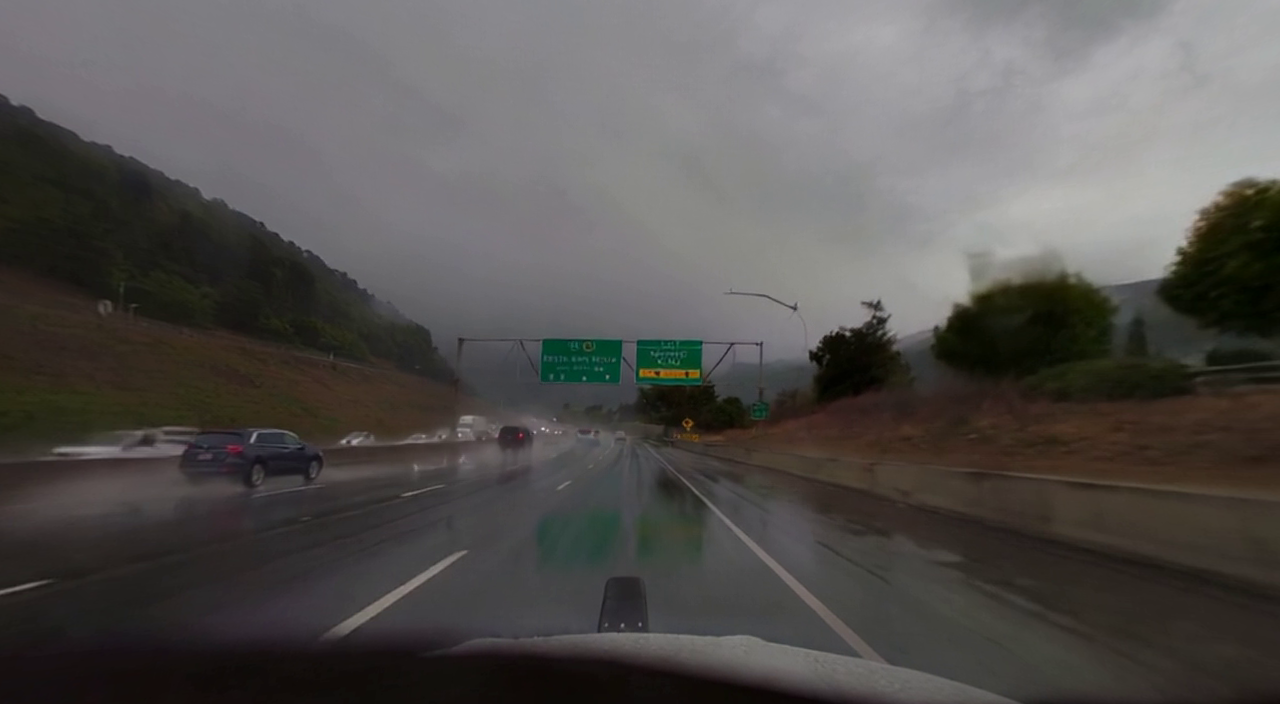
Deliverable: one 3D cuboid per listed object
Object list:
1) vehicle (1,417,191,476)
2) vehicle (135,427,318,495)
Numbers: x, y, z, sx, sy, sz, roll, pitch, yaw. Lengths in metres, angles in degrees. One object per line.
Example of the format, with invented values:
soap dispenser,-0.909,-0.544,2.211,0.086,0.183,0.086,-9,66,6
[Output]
vehicle,-18.427,3.240,21.709,2.086,1.767,4.966,0,-8,0
vehicle,-11.231,2.979,17.575,2.001,1.625,4.528,0,-8,0
